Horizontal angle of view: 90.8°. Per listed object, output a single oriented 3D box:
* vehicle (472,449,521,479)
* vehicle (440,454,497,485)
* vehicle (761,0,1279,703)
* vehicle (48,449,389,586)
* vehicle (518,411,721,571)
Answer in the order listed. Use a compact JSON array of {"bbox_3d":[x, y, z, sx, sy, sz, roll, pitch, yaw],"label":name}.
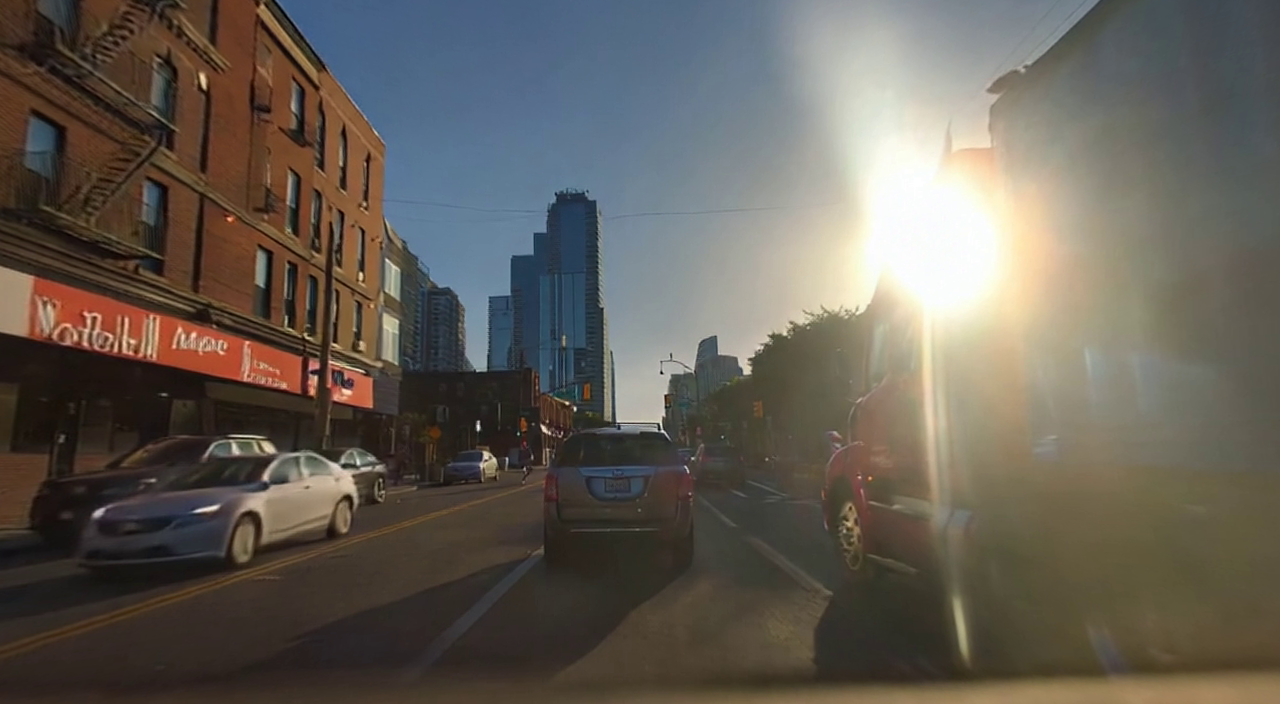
[{"bbox_3d":[-8.703,6.843,38.737,2.084,1.686,4.422,0,-9,-1],"label":"vehicle"},{"bbox_3d":[-8.732,5.994,32.553,1.805,1.379,4.359,0,-9,-1],"label":"vehicle"},{"bbox_3d":[2.909,-0.017,2.346,2.913,3.771,9.716,0,-9,0],"label":"vehicle"},{"bbox_3d":[-5.574,2.185,9.277,1.997,1.467,4.373,0,-9,0],"label":"vehicle"},{"bbox_3d":[-0.226,1.915,9.476,2.283,1.783,4.548,0,-9,0],"label":"vehicle"}]
